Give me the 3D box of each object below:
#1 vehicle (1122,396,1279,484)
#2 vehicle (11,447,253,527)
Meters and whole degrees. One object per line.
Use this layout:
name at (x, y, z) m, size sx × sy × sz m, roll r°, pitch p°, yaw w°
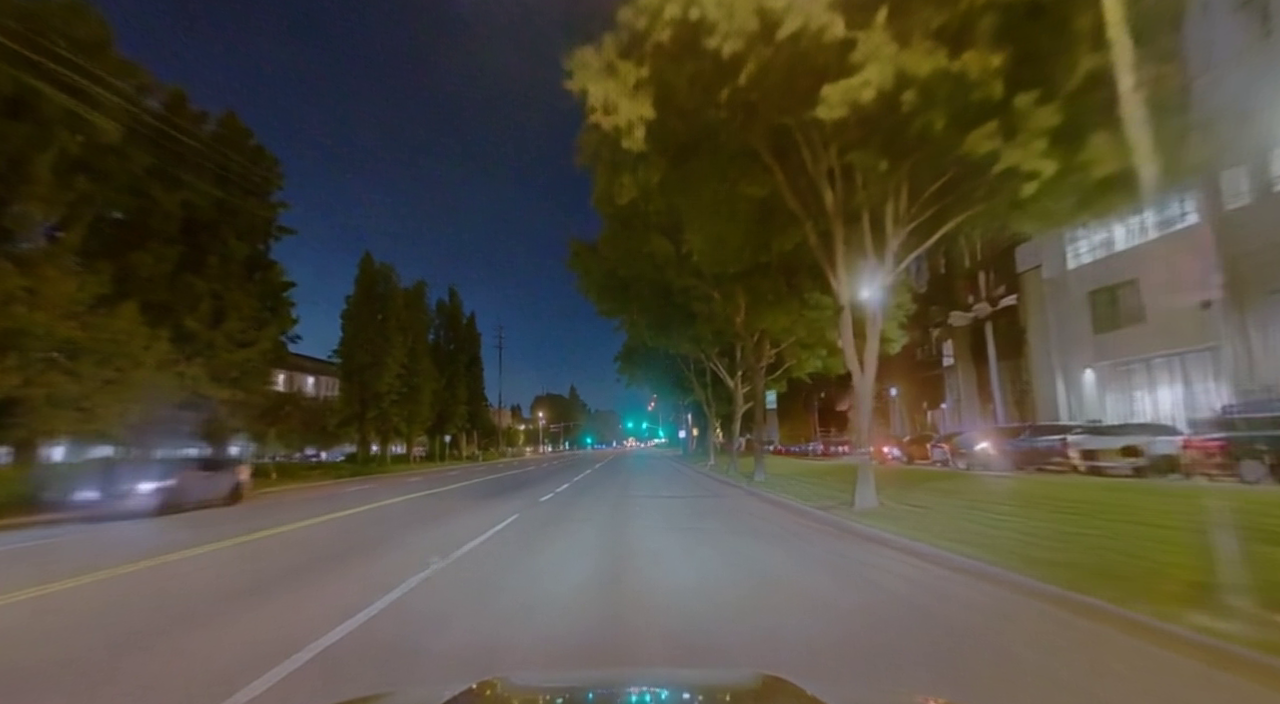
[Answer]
vehicle at (13.748, 1.945, 13.954) m, size 4.482 × 1.779 × 2.004 m, roll 0°, pitch -8°, yaw -3°
vehicle at (-11.949, 3.147, 15.398) m, size 2.096 × 1.509 × 4.666 m, roll -2°, pitch -8°, yaw -1°
